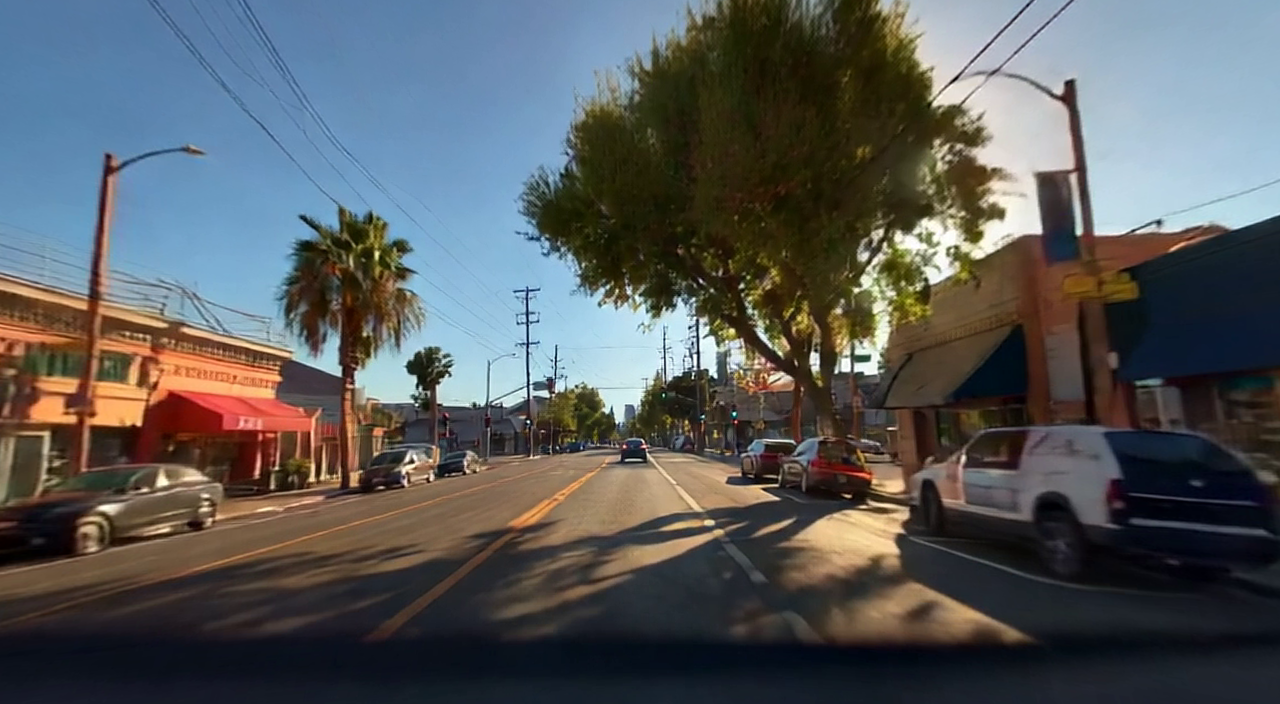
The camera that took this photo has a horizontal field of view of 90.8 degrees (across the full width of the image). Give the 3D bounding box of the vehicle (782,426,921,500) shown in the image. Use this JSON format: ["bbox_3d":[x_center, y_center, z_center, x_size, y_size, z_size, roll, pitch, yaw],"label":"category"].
[{"bbox_3d":[5.724,3.044,17.918,2.070,1.761,4.848,0,-8,-3],"label":"vehicle"}]

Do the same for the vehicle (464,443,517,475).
[{"bbox_3d":[-9.976,7.172,42.665,2.048,1.985,6.011,0,-9,0],"label":"vehicle"}]

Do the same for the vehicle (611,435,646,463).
[{"bbox_3d":[-0.800,6.883,45.059,2.301,1.854,4.919,0,-8,0],"label":"vehicle"}]

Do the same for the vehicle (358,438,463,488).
[{"bbox_3d":[-9.610,4.706,27.086,2.305,1.883,5.580,0,-9,1],"label":"vehicle"}]

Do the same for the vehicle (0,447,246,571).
[{"bbox_3d":[-10.063,2.650,11.778,1.988,1.718,5.661,0,-8,-2],"label":"vehicle"}]

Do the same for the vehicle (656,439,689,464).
[{"bbox_3d":[2.120,6.629,42.199,1.998,1.580,4.015,0,-8,-1],"label":"vehicle"}]

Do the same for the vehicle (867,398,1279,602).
[{"bbox_3d":[5.588,1.794,8.856,2.293,1.830,6.070,0,-9,-3],"label":"vehicle"}]
